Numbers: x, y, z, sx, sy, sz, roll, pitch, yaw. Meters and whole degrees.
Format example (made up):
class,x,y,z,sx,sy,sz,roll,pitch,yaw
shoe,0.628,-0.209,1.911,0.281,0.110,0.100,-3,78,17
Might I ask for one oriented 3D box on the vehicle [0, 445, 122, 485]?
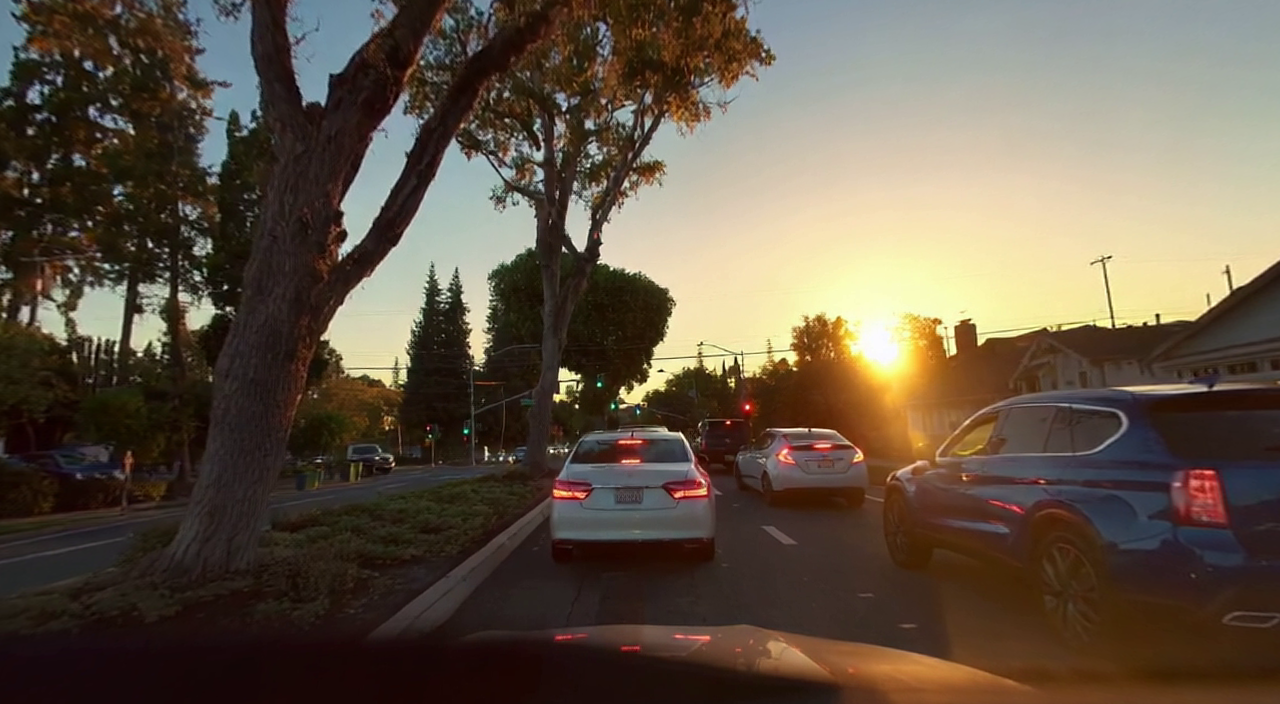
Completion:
class,x,y,z,sx,sy,sz,roll,pitch,yaw
vehicle,-22.536,4.279,24.085,4.092,1.438,1.639,0,-8,1

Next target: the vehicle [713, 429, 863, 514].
class,x,y,z,sx,sy,sz,roll,pitch,yaw
vehicle,2.947,2.496,13.745,1.971,1.517,4.521,0,-8,-3

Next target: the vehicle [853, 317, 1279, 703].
class,x,y,z,sx,sy,sz,roll,pitch,yaw
vehicle,3.356,1.041,4.650,2.006,1.766,4.345,0,-8,0

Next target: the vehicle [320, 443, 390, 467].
class,x,y,z,sx,sy,sz,roll,pitch,yaw
vehicle,-19.917,7.181,44.196,3.957,1.630,1.881,0,-8,0

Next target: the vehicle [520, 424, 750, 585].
class,x,y,z,sx,sy,sz,roll,pitch,yaw
vehicle,-0.101,1.762,8.158,2.186,1.500,4.141,0,-8,-1
